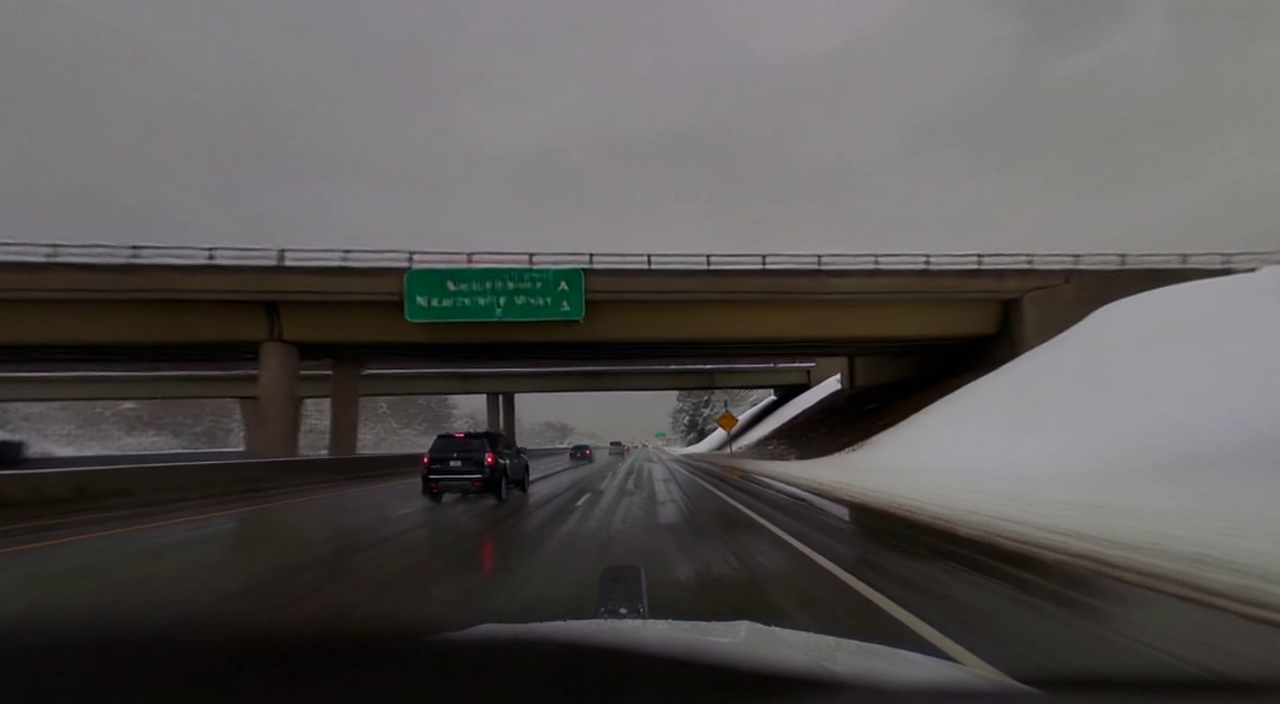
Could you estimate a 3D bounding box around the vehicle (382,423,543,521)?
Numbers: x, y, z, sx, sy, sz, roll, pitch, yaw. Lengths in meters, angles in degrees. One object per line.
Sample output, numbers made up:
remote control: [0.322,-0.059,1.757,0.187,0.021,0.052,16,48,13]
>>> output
vehicle: [-3.470,2.442,13.282,2.048,1.705,4.384,0,-8,1]
